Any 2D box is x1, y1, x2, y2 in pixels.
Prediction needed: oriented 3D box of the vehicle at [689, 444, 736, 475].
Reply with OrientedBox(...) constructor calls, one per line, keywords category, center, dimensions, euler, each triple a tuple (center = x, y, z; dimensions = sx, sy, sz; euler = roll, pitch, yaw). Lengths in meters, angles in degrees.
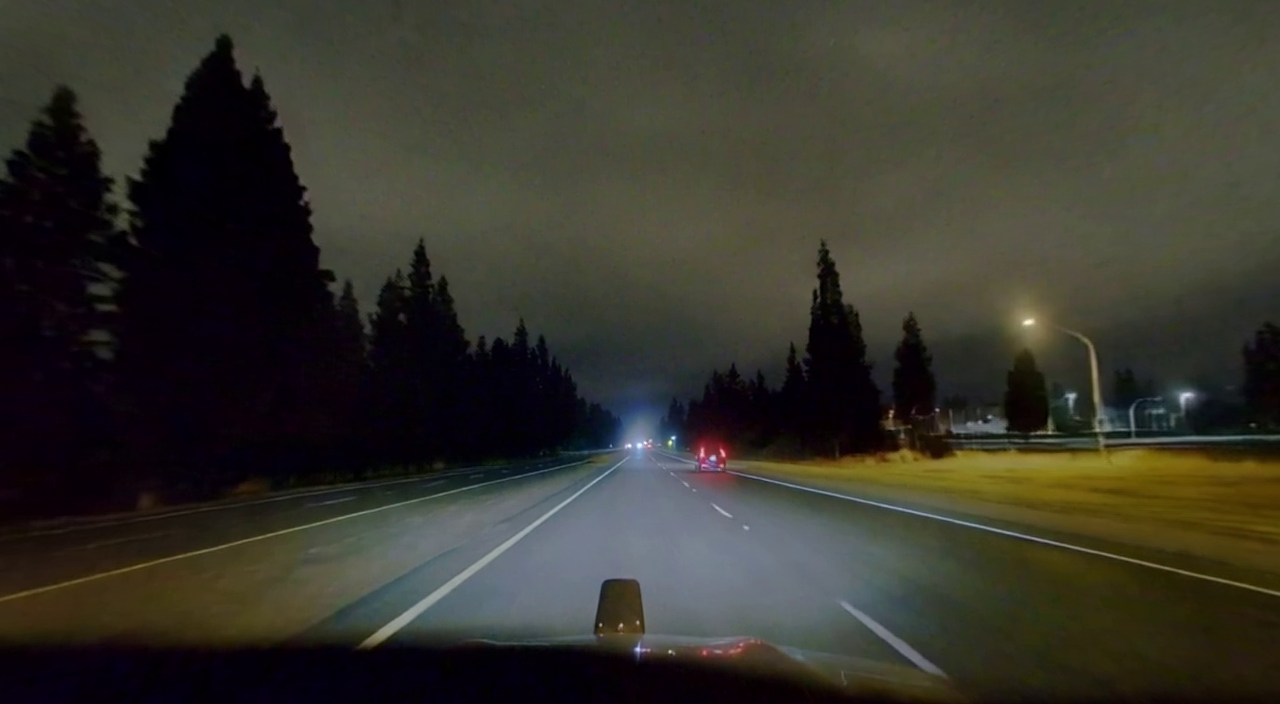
OrientedBox(category="vehicle", center=(3.978, 5.983, 35.271), dimensions=(2.013, 1.584, 3.995), euler=(0, -9, -1))
